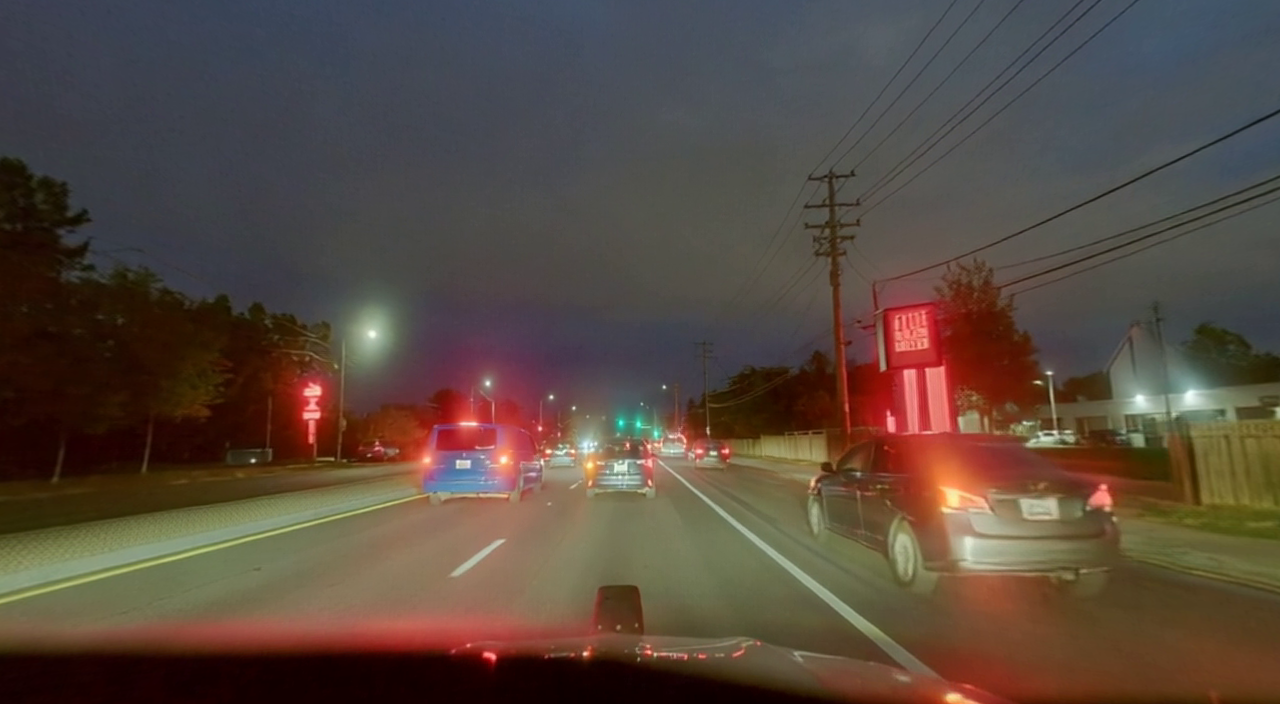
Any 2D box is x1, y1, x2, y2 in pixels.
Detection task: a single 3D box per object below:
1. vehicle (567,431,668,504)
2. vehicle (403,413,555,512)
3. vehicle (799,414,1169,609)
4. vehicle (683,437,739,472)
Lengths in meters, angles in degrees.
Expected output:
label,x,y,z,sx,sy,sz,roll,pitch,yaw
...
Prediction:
label,x,y,z,sx,sy,sz,roll,pitch,yaw
vehicle,-0.455,2.714,15.171,2.097,1.511,3.809,0,-9,0
vehicle,-3.363,2.440,14.346,2.092,1.839,4.736,0,-9,1
vehicle,3.198,1.540,6.912,1.880,1.521,3.724,0,-9,-1
vehicle,3.138,4.635,28.792,1.878,1.479,4.461,0,-9,-2
